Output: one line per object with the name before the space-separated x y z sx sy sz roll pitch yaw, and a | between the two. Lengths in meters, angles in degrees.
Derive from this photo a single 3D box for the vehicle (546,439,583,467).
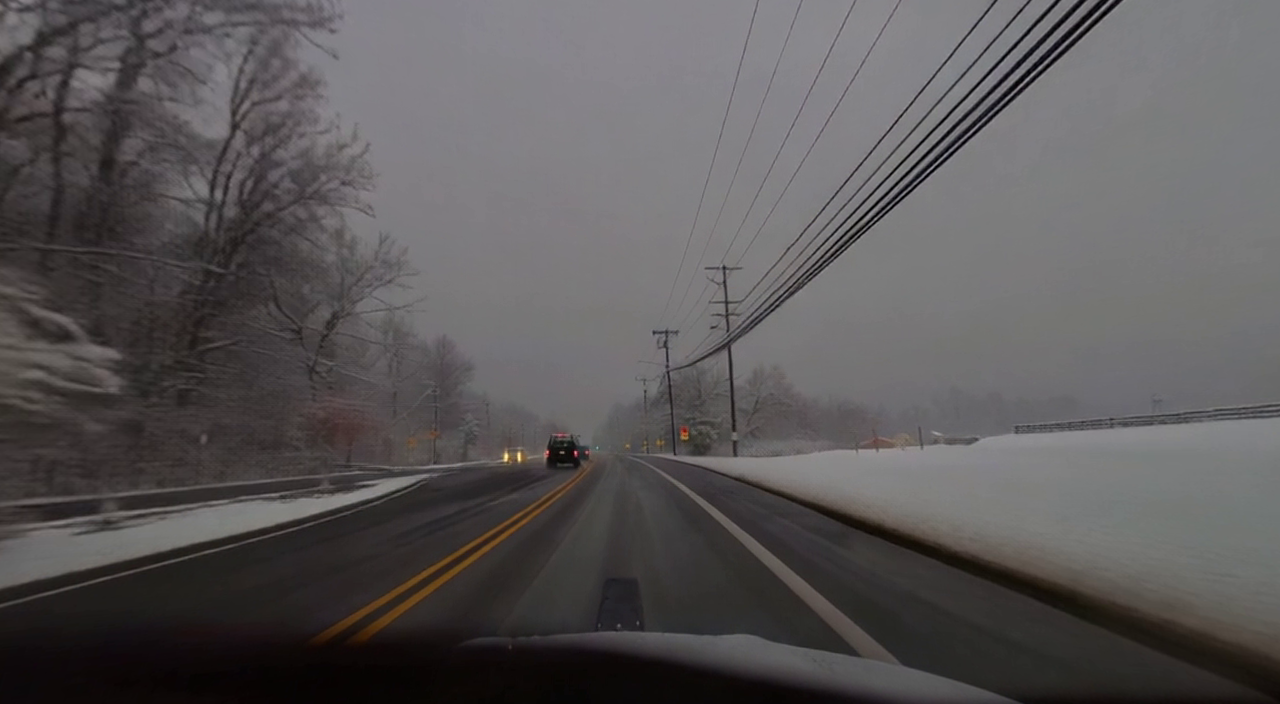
vehicle | -5.447 7.356 46.199 2.246 1.885 5.275 0 -8 -2
